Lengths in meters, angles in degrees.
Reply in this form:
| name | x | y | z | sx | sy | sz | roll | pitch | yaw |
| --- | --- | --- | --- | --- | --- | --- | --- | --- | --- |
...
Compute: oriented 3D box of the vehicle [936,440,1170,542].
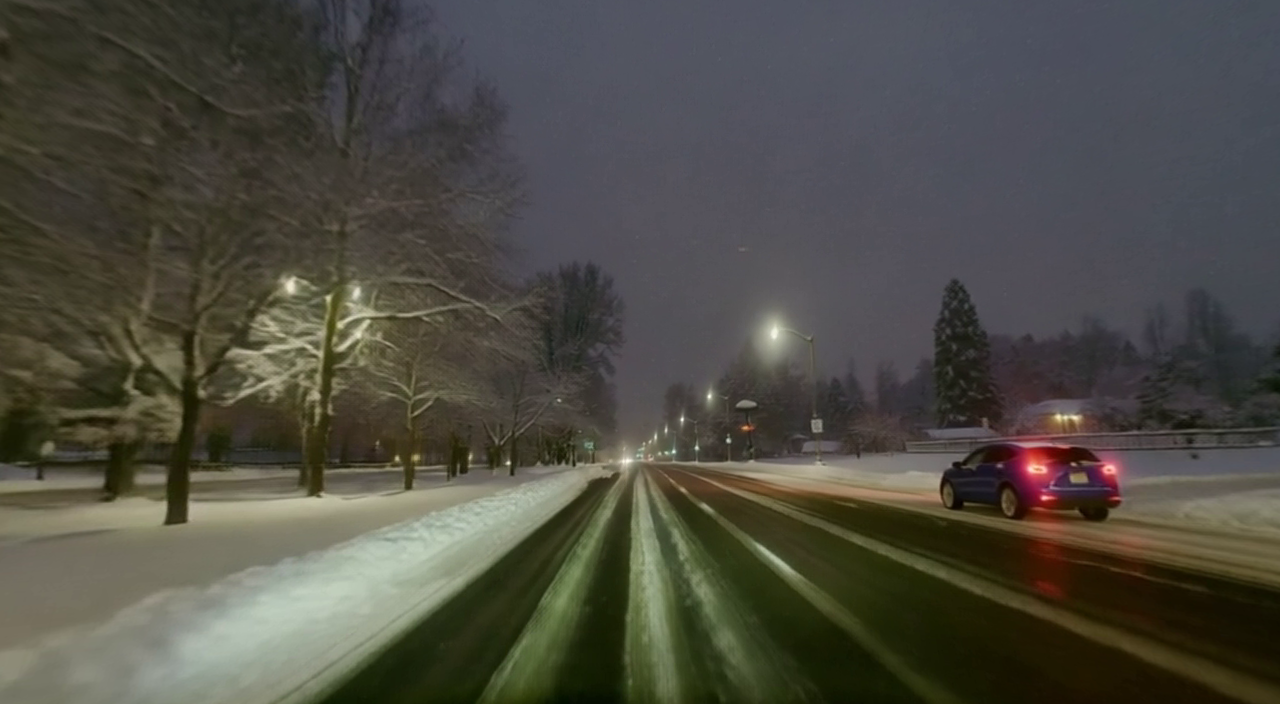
| name | x | y | z | sx | sy | sz | roll | pitch | yaw |
| --- | --- | --- | --- | --- | --- | --- | --- | --- | --- |
| vehicle | 7.128 | 2.384 | 11.414 | 1.797 | 1.518 | 3.433 | 0 | -9 | -1 |
